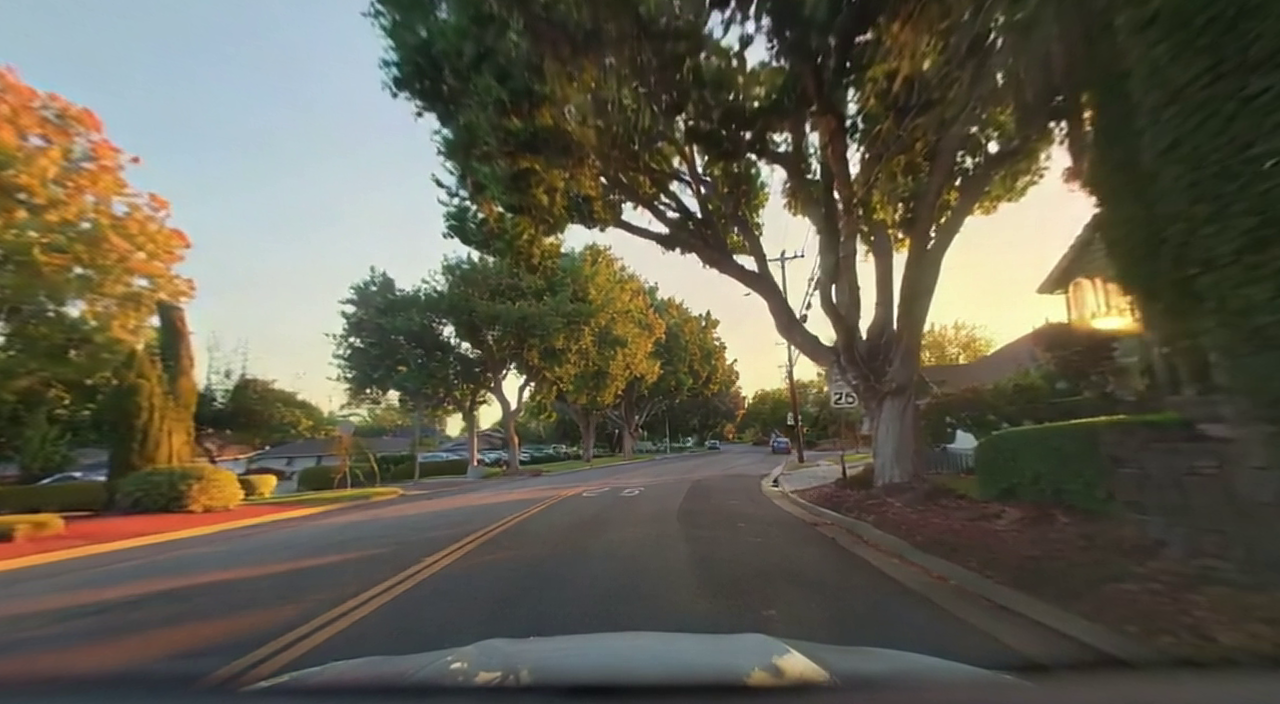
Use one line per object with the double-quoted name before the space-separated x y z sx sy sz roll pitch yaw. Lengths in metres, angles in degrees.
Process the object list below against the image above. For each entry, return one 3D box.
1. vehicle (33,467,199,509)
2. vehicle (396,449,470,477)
"vehicle" -22.044 5.712 26.870 4.943 1.493 2.036 3 -9 -21
"vehicle" -14.206 7.586 43.312 4.675 1.442 1.906 -1 -7 -20
